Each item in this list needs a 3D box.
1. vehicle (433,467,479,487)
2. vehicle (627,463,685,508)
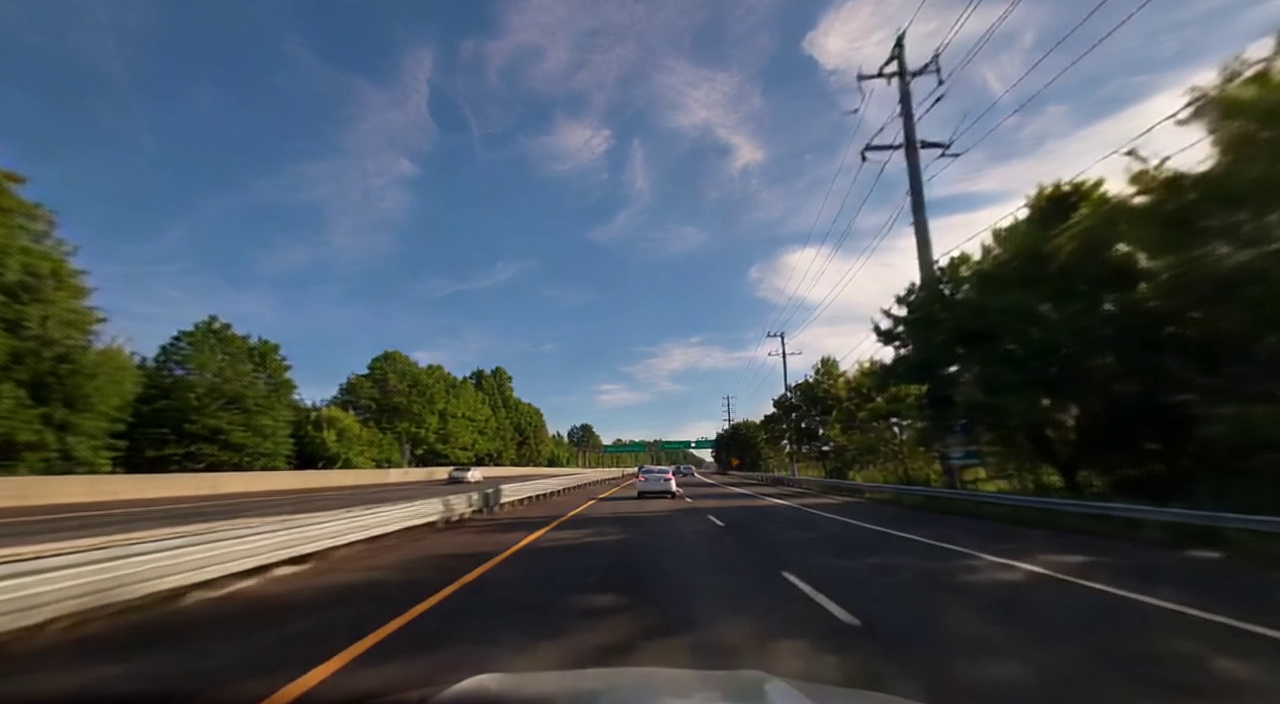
[{"bbox_3d":[-14.267,9.729,49.144,1.980,1.476,4.619,0,-10,3],"label":"vehicle"},{"bbox_3d":[0.560,4.917,23.519,1.987,1.480,3.786,1,-10,0],"label":"vehicle"}]
